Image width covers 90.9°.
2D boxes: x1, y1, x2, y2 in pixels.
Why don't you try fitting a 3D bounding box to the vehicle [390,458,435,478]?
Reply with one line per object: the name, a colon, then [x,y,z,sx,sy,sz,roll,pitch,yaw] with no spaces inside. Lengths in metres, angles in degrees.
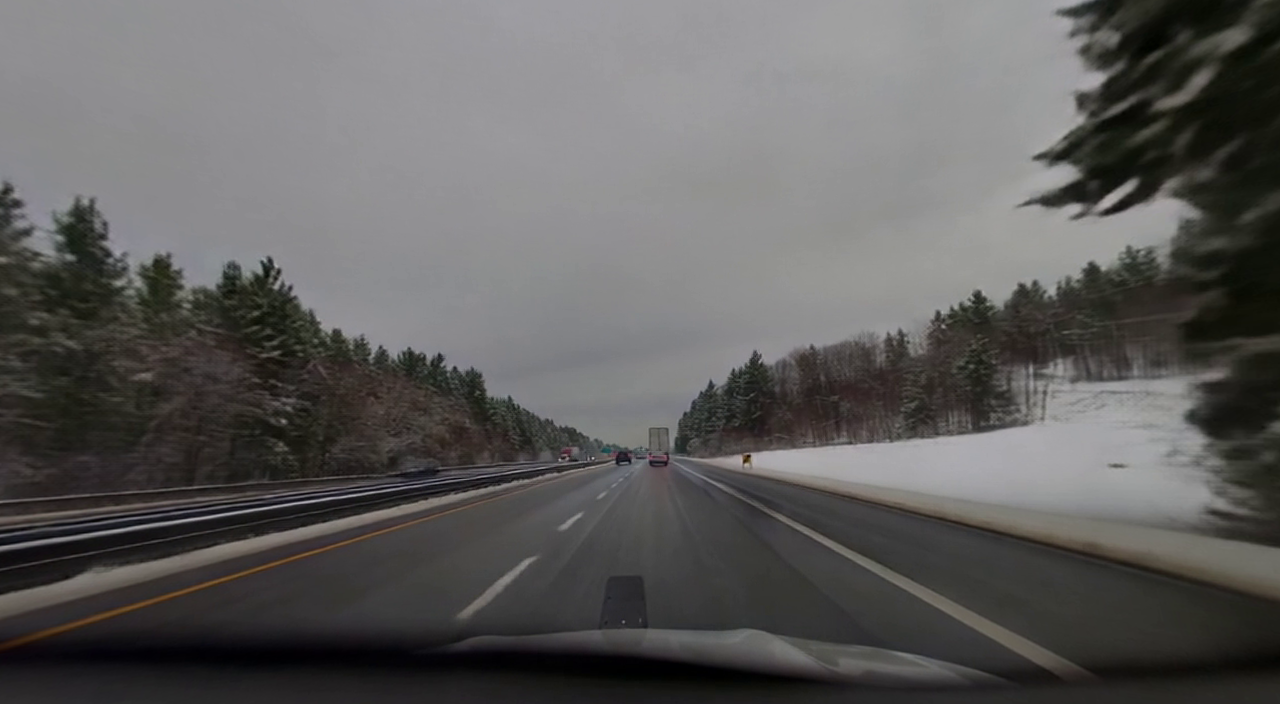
vehicle: [-17.530,8.949,48.804,1.876,1.437,3.888,-1,-9,3]
